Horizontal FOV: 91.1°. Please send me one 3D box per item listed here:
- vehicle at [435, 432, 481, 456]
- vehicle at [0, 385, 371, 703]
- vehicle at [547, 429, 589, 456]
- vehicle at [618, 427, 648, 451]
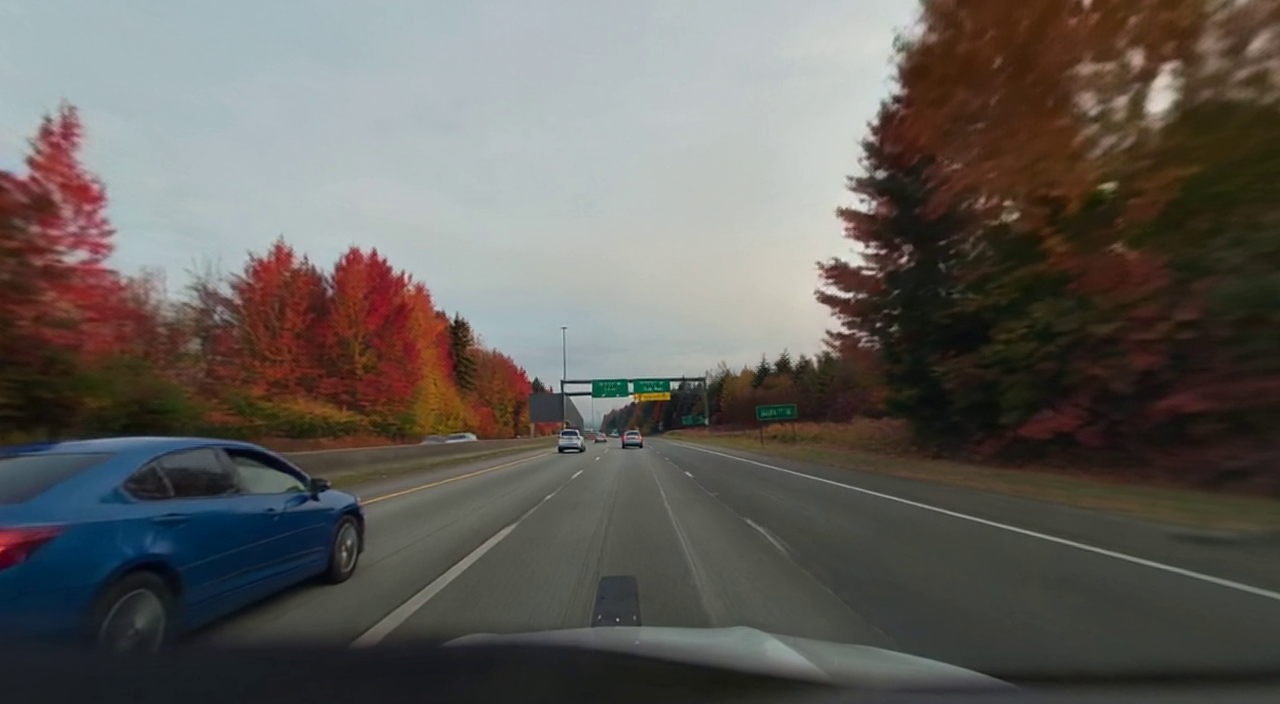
[{"bbox_3d":[-12.264,6.227,42.621,1.906,1.554,4.103,0,-8,0],"label":"vehicle"},{"bbox_3d":[-3.472,1.018,3.395,1.989,1.497,4.645,0,-8,0],"label":"vehicle"},{"bbox_3d":[-4.338,5.478,38.312,2.071,1.524,4.398,0,-8,0],"label":"vehicle"},{"bbox_3d":[-0.493,6.134,44.389,2.054,1.609,3.859,0,-8,-1],"label":"vehicle"}]
